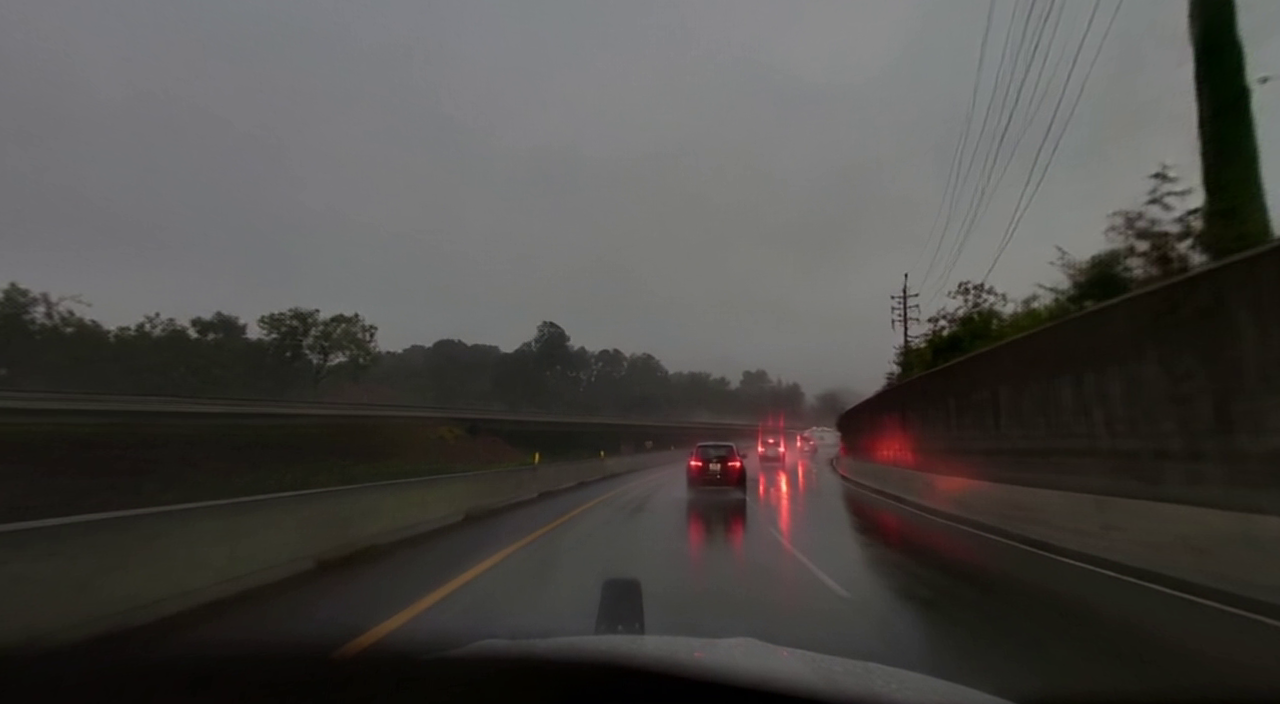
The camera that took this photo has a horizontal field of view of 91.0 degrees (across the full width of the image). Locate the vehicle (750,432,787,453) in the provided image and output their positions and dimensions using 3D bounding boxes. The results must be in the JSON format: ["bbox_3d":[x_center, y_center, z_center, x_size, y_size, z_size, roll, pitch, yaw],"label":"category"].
[{"bbox_3d":[9.581,6.709,46.625,1.931,1.485,4.191,-3,-9,21],"label":"vehicle"}]

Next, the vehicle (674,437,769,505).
[{"bbox_3d":[2.085,2.981,16.254,2.091,1.482,4.321,-1,-9,7],"label":"vehicle"}]
